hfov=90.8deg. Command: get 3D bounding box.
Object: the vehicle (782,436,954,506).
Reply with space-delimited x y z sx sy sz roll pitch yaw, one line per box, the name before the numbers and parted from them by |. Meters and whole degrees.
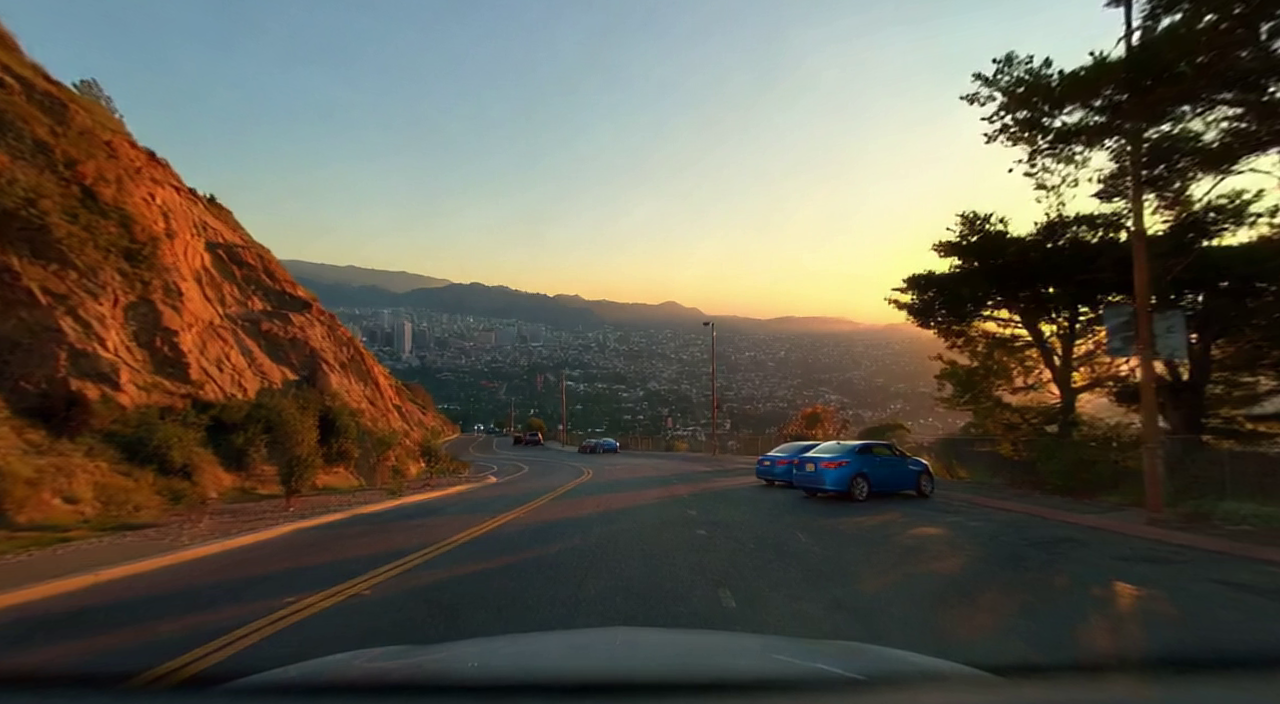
vehicle | 5.915 2.946 16.152 4.609 1.505 2.061 7 -11 -40
